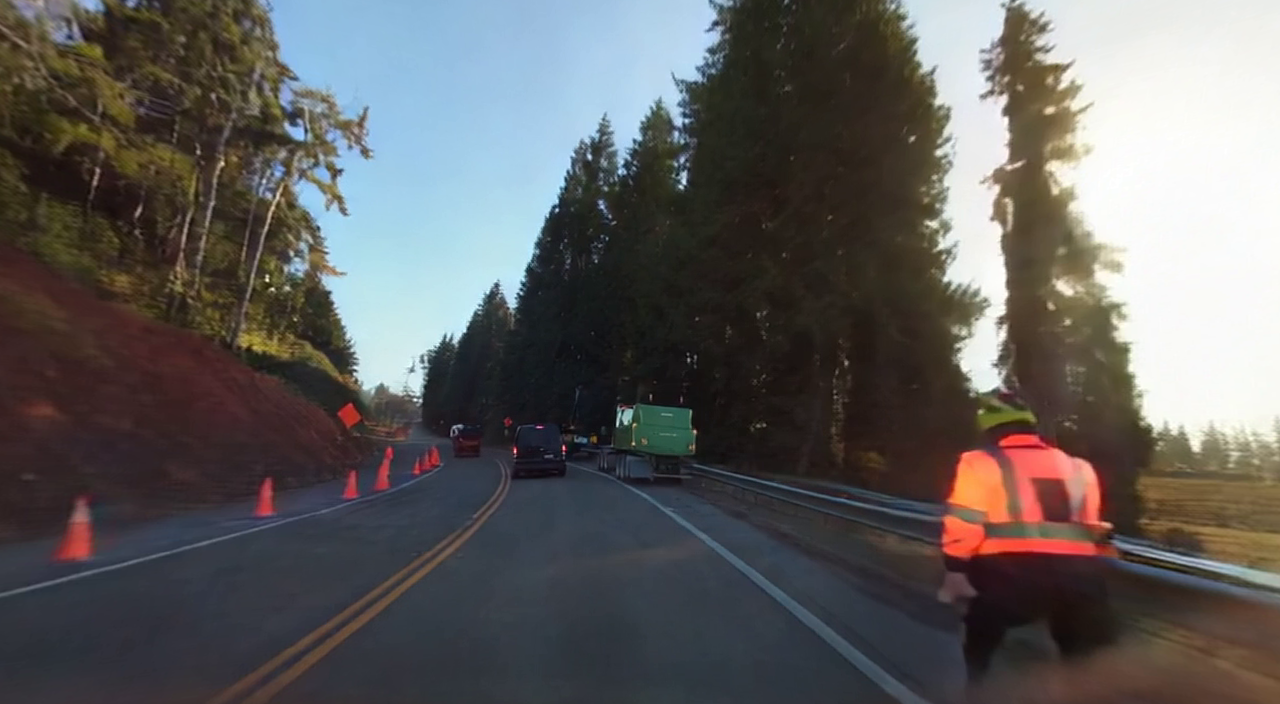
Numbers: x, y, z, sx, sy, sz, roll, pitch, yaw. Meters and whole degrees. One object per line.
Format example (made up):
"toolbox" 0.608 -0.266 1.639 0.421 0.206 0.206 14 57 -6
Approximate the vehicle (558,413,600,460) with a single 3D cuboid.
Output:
"vehicle" -4.323 5.923 43.985 2.703 3.066 4.047 1 -9 -8

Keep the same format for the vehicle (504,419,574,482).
"vehicle" -4.155 3.920 25.324 2.362 2.223 4.892 2 -9 -13

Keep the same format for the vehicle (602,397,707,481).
"vehicle" 0.341 4.014 29.496 3.126 3.310 8.534 1 -7 -11
